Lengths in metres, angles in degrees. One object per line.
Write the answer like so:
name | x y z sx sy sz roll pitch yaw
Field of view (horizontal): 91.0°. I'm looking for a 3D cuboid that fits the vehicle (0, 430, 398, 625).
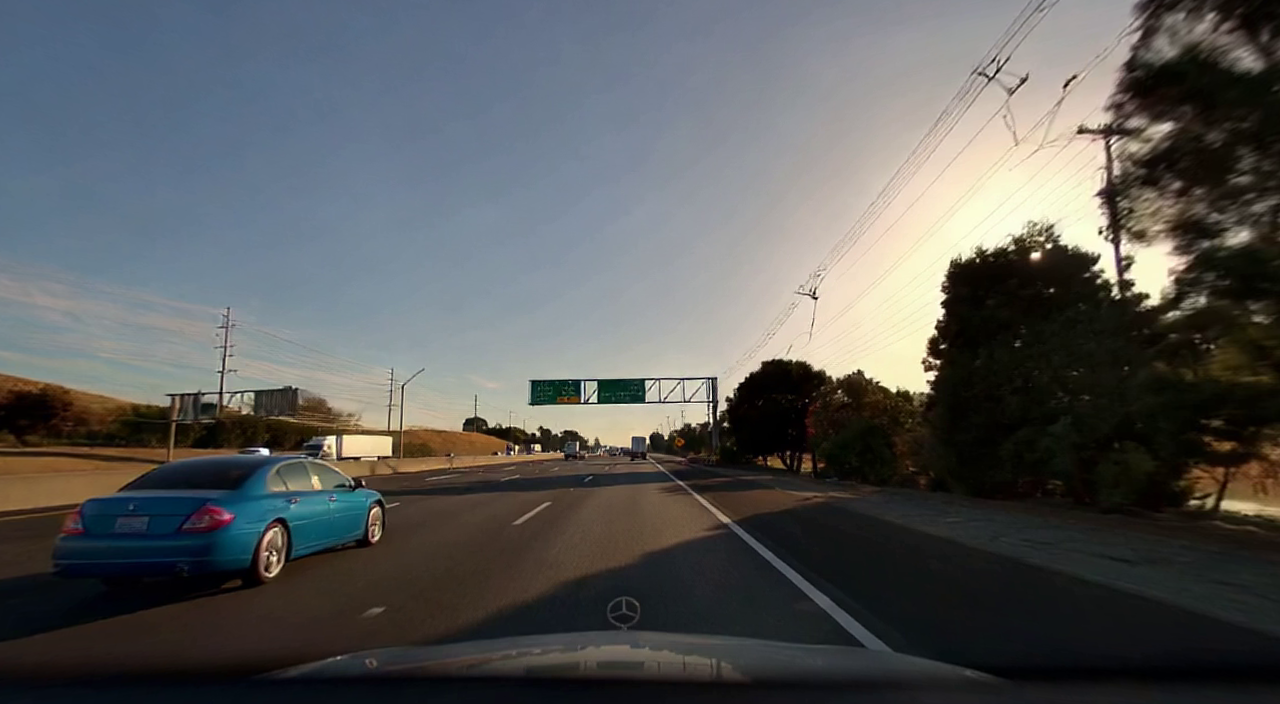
vehicle | -4.725 1.717 7.205 2.104 1.501 4.459 0 -9 1
